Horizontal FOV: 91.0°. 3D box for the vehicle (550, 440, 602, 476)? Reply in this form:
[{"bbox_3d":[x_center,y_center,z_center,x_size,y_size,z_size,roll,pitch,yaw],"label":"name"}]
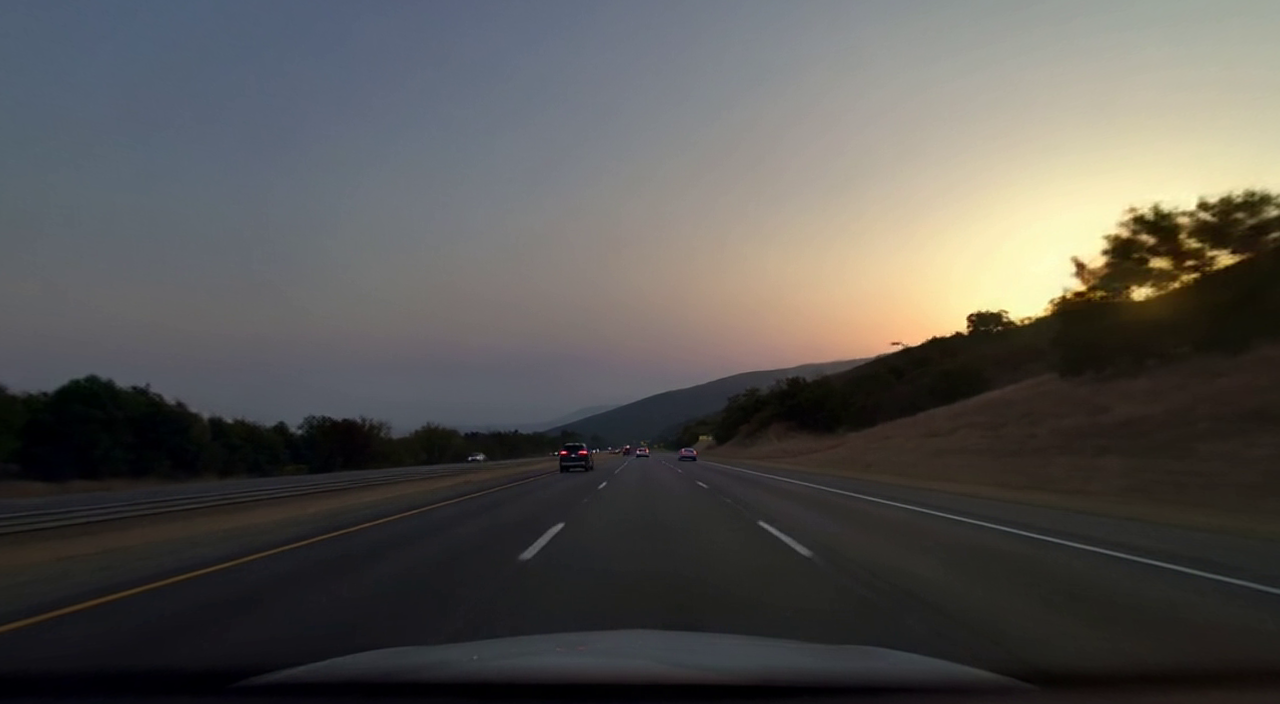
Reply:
[{"bbox_3d":[-3.177,5.352,32.018,2.070,1.707,4.309,0,-9,1],"label":"vehicle"}]
